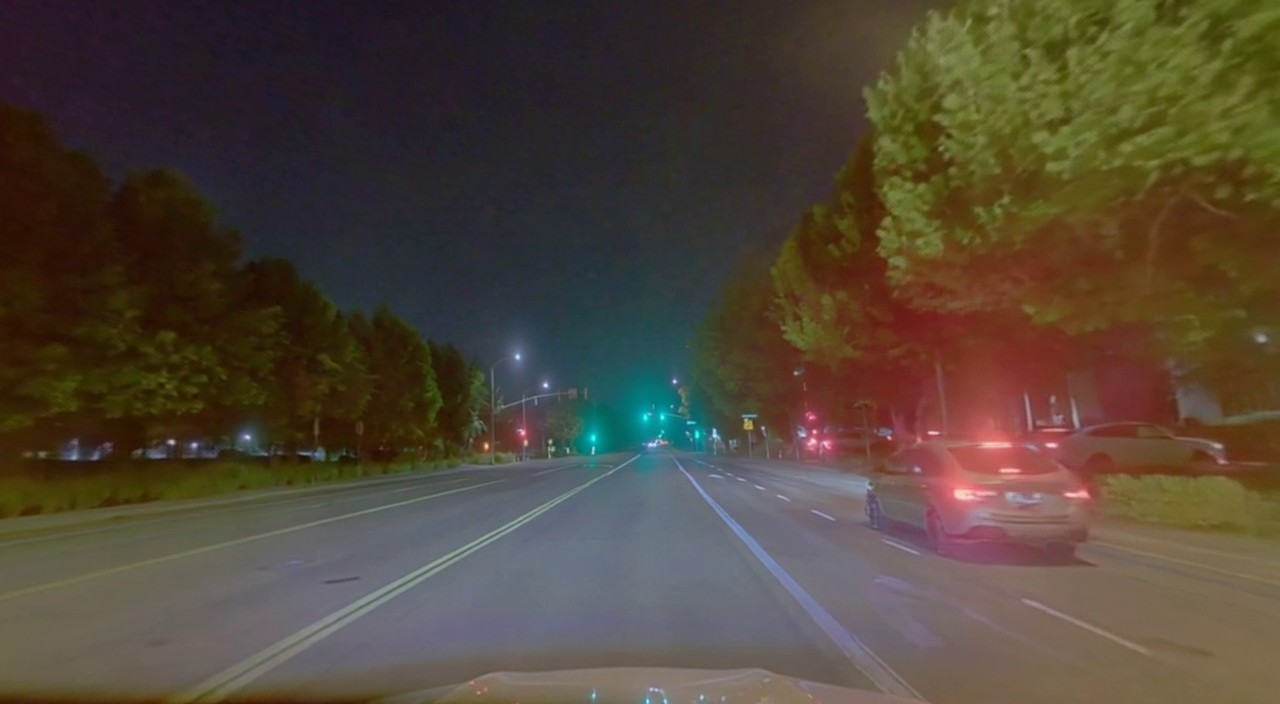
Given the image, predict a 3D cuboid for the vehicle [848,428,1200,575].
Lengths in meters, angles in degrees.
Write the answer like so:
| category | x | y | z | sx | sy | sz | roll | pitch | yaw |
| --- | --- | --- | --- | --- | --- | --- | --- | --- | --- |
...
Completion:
| category | x | y | z | sx | sy | sz | roll | pitch | yaw |
| --- | --- | --- | --- | --- | --- | --- | --- | --- | --- |
| vehicle | 4.627 | 1.845 | 8.707 | 2.006 | 1.448 | 4.671 | 0 | -8 | 1 |
